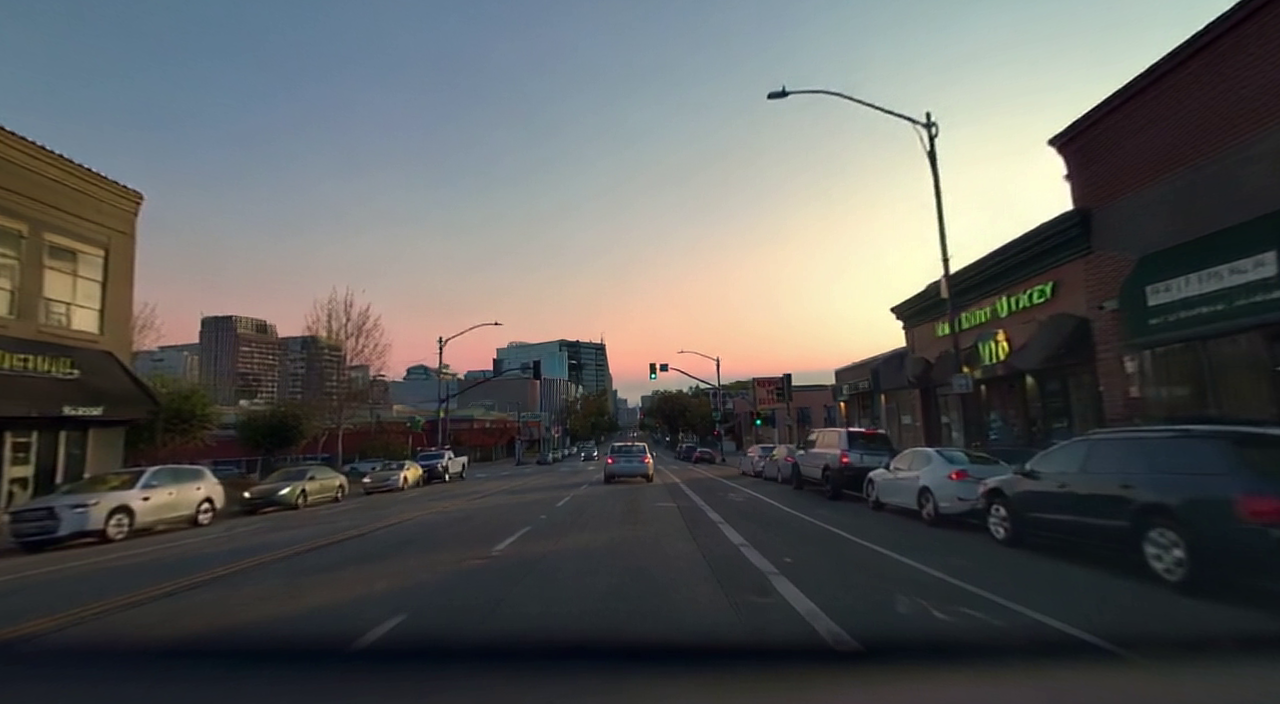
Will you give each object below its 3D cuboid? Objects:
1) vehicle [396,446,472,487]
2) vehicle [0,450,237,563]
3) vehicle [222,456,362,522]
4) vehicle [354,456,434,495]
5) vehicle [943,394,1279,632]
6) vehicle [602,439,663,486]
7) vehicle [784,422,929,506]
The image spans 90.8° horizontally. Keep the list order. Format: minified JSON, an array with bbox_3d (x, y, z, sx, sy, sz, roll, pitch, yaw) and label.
[{"bbox_3d":[-11.306,6.288,35.186,2.240,2.052,5.872,0,-8,0],"label":"vehicle"},{"bbox_3d":[-11.362,3.240,14.066,1.872,1.731,4.656,-4,-6,-2],"label":"vehicle"},{"bbox_3d":[-11.147,4.349,20.656,1.920,1.498,4.591,-5,-6,2],"label":"vehicle"},{"bbox_3d":[-11.134,5.585,28.956,1.868,1.502,4.626,0,-8,-1],"label":"vehicle"},{"bbox_3d":[5.853,1.593,7.293,1.957,1.806,5.369,0,-8,-1],"label":"vehicle"},{"bbox_3d":[-0.281,4.120,23.838,2.086,1.575,4.205,0,-8,0],"label":"vehicle"},{"bbox_3d":[5.741,3.035,17.595,2.201,1.972,4.845,0,-8,-1],"label":"vehicle"}]
